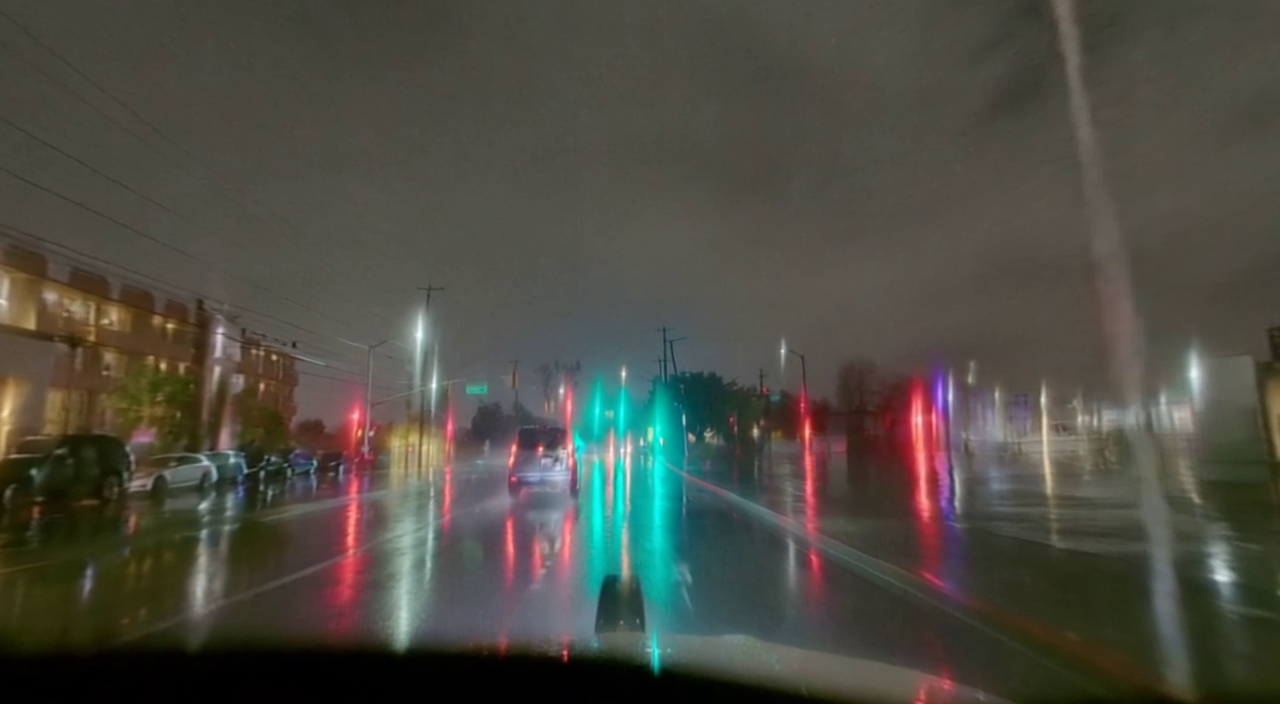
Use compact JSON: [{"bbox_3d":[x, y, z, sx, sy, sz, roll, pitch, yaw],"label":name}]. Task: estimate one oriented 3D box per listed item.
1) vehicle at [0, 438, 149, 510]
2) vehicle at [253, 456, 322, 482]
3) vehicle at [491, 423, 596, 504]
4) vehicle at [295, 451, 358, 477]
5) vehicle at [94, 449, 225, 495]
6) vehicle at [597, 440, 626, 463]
[{"bbox_3d":[-20.714,4.117,21.881,2.369,2.159,6.388,0,-9,-1],"label":"vehicle"},{"bbox_3d":[-21.224,7.041,38.243,1.790,1.415,4.450,0,-9,-3],"label":"vehicle"},{"bbox_3d":[-2.228,2.740,15.793,2.022,1.757,4.041,0,-9,-1],"label":"vehicle"},{"bbox_3d":[-21.248,7.576,43.031,1.989,1.689,4.388,0,-9,0],"label":"vehicle"},{"bbox_3d":[-20.749,5.166,27.626,2.015,1.815,4.856,0,-9,-3],"label":"vehicle"},{"bbox_3d":[-2.228,7.832,49.767,2.144,1.681,3.855,0,-9,-2],"label":"vehicle"}]
